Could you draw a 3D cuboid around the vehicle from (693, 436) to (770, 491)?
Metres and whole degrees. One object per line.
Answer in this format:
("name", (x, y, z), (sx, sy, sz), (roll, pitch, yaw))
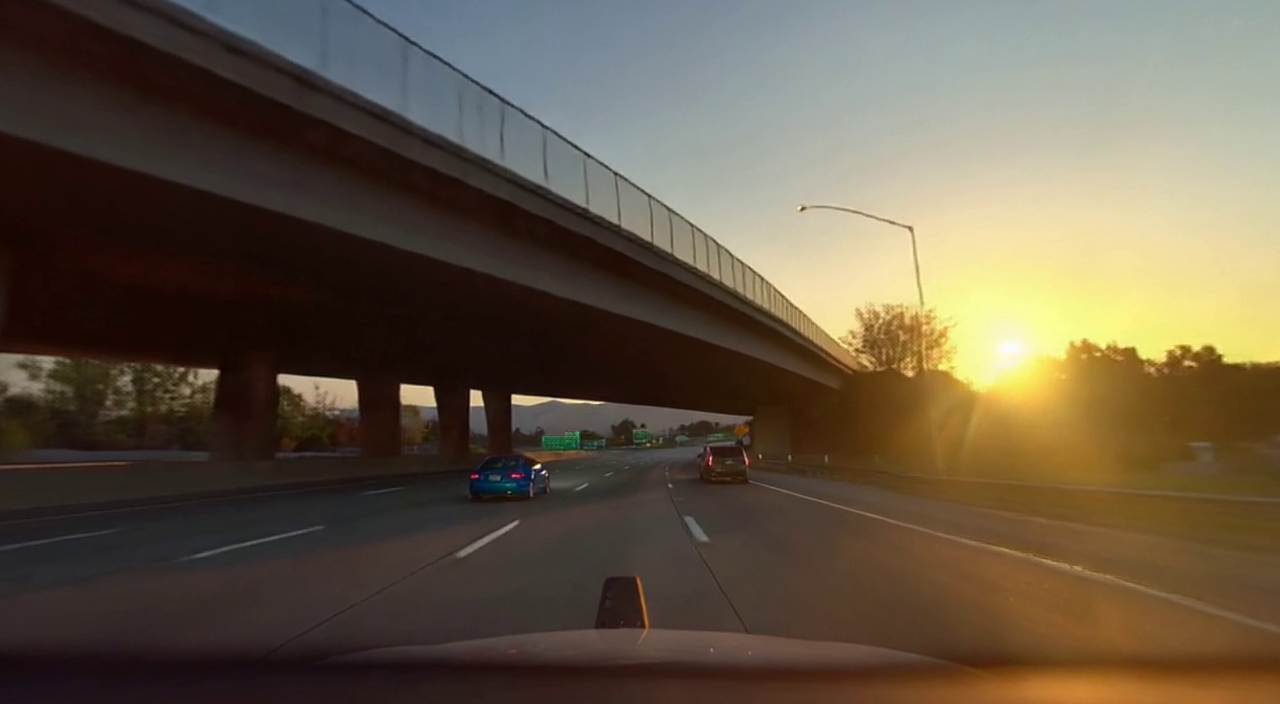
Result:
("vehicle", (3.301, 4.132, 23.631), (2.225, 1.833, 4.340), (0, -9, 0))

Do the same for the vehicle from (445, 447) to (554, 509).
("vehicle", (-3.717, 3.405, 17.503), (1.937, 1.490, 4.372), (0, -9, 1))
